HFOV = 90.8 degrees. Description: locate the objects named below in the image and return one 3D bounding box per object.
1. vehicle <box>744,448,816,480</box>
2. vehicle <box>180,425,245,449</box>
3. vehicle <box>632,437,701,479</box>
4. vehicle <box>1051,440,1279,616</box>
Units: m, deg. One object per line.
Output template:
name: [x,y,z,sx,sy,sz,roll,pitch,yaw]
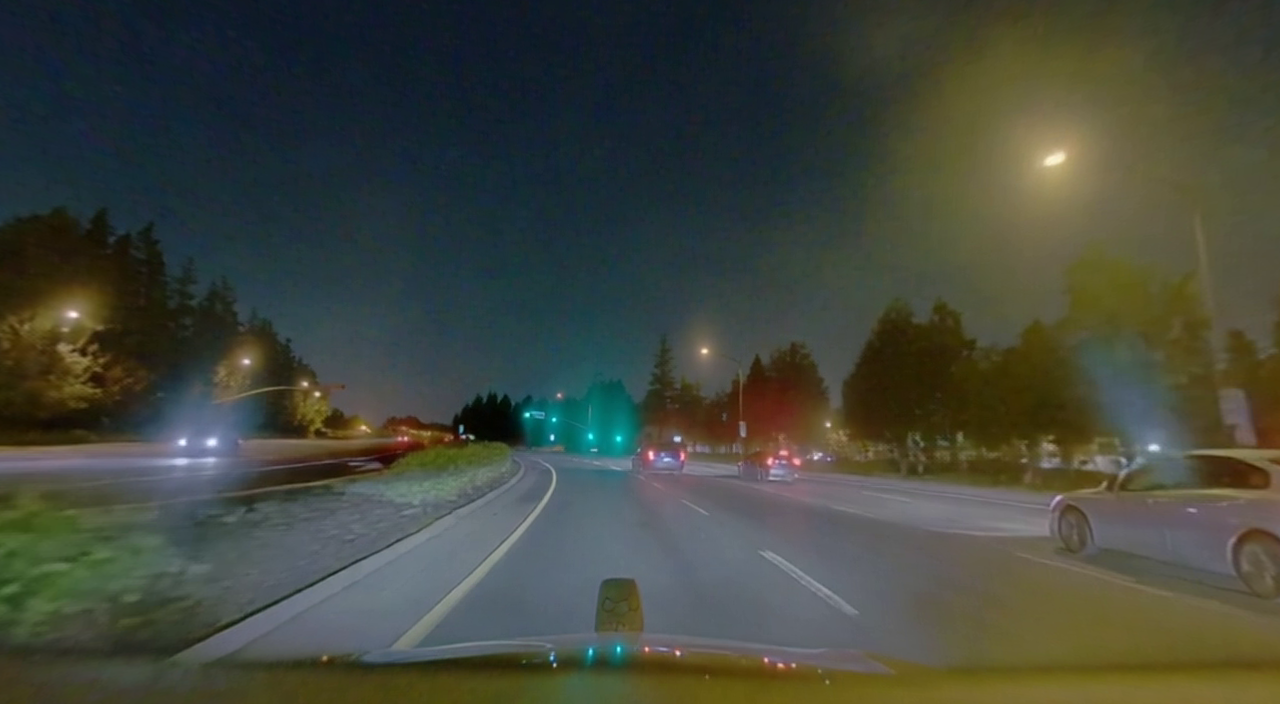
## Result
vehicle: [6.999,5.632,32.181,1.940,1.460,4.652,2,-8,-10]
vehicle: [-28.677,5.770,42.547,1.915,1.500,4.652,2,-9,-12]
vehicle: [1.040,4.588,27.681,2.122,1.646,4.525,2,-9,-10]
vehicle: [6.348,1.580,5.933,1.882,1.476,4.344,0,-8,-3]
